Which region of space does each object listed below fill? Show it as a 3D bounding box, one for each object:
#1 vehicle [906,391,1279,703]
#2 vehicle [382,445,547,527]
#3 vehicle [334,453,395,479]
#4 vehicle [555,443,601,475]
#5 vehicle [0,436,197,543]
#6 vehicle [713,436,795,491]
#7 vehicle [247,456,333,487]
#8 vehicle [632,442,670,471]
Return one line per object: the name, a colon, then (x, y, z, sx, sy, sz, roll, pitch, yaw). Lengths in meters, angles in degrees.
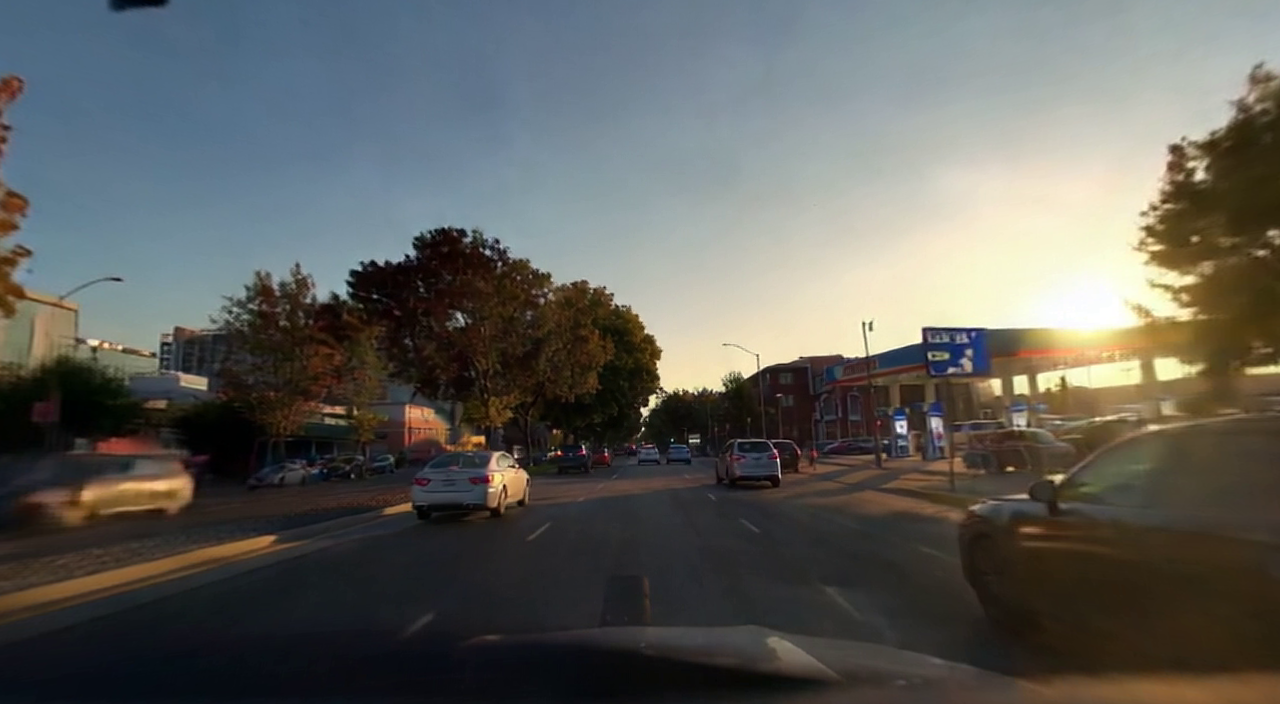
vehicle: (3.167, 1.011, 2.946, 1.919, 1.502, 4.572, 0, -8, 1)
vehicle: (-3.298, 2.592, 12.872, 2.013, 1.354, 4.393, 0, -8, 1)
vehicle: (-18.524, 7.649, 42.616, 1.947, 1.616, 4.638, 0, -8, 1)
vehicle: (-3.310, 5.776, 34.232, 1.988, 1.645, 3.995, 0, -8, 1)
vehicle: (-11.754, 2.648, 12.877, 2.012, 1.781, 4.599, 0, -8, 0)
vehicle: (3.829, 3.842, 22.120, 1.980, 1.709, 4.813, 0, -8, 0)
vehicle: (-19.039, 6.502, 34.579, 1.890, 1.472, 4.769, 0, -8, 1)
vehicle: (0.670, 6.483, 39.382, 2.192, 1.674, 4.124, 0, -8, 1)
